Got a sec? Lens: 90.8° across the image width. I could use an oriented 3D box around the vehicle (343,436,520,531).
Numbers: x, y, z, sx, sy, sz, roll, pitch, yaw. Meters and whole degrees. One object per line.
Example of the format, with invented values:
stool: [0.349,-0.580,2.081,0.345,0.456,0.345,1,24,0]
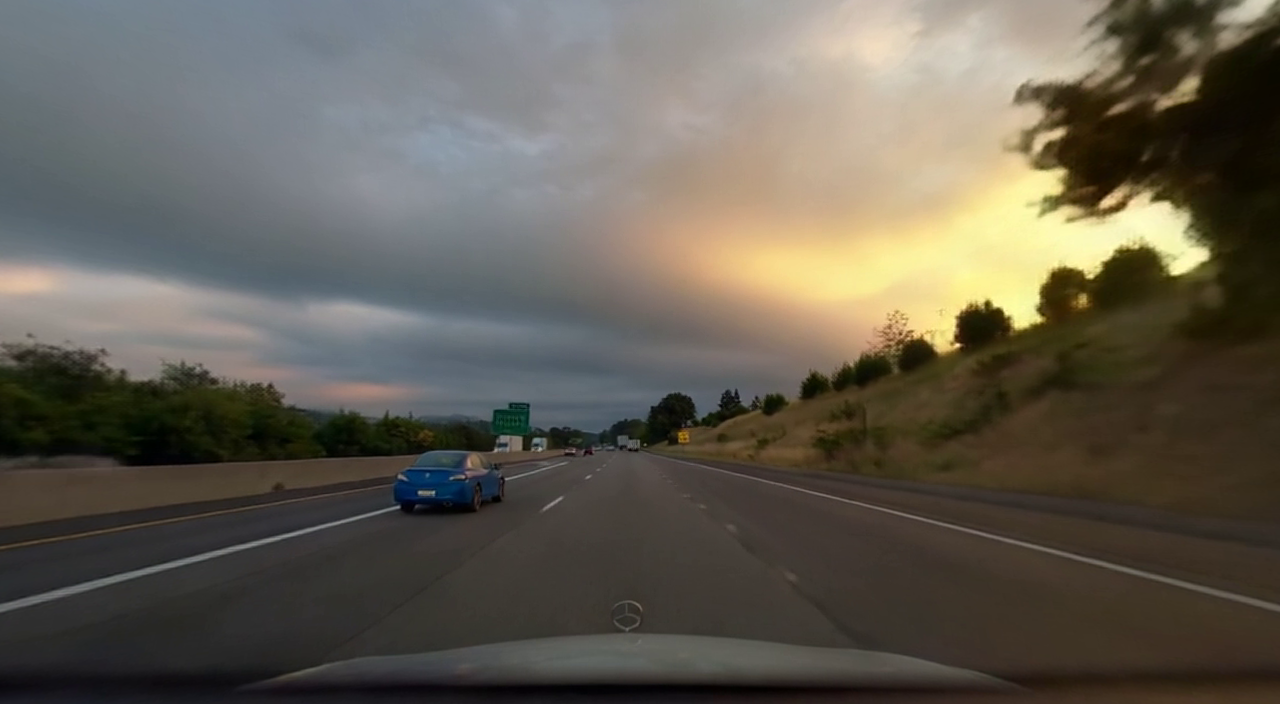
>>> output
vehicle: [-3.784,2.450,12.309,2.121,1.537,3.852,0,-9,0]
